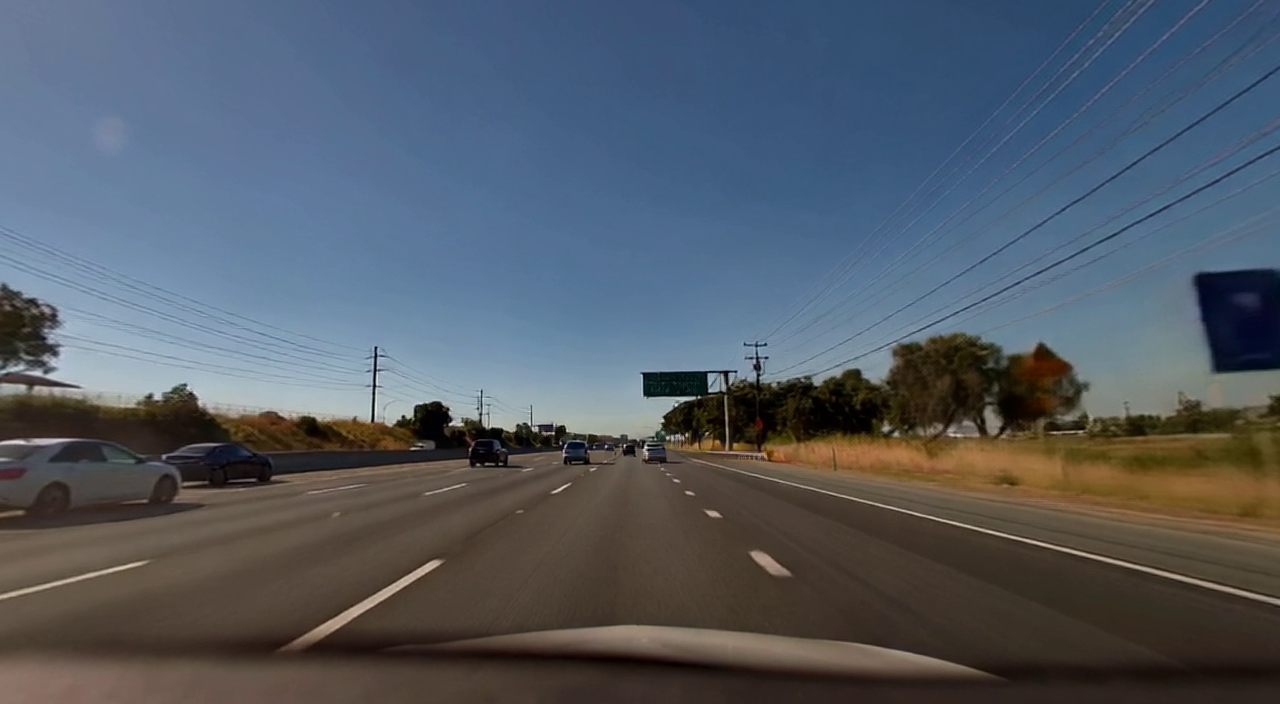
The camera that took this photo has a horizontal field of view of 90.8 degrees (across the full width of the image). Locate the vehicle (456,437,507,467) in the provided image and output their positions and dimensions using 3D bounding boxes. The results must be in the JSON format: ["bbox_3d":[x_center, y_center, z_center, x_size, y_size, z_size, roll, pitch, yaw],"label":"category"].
[{"bbox_3d":[-10.524,6.704,42.438,2.115,1.799,5.444,0,-9,-1],"label":"vehicle"}]

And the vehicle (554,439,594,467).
[{"bbox_3d":[-4.130,6.426,40.208,2.121,1.673,4.443,0,-9,-1],"label":"vehicle"}]

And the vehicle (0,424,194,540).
[{"bbox_3d":[-10.267,2.131,10.772,2.098,1.643,4.413,0,-9,0],"label":"vehicle"}]

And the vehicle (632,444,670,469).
[{"bbox_3d":[0.616,6.249,38.017,2.015,1.391,3.897,0,-9,-3],"label":"vehicle"}]
